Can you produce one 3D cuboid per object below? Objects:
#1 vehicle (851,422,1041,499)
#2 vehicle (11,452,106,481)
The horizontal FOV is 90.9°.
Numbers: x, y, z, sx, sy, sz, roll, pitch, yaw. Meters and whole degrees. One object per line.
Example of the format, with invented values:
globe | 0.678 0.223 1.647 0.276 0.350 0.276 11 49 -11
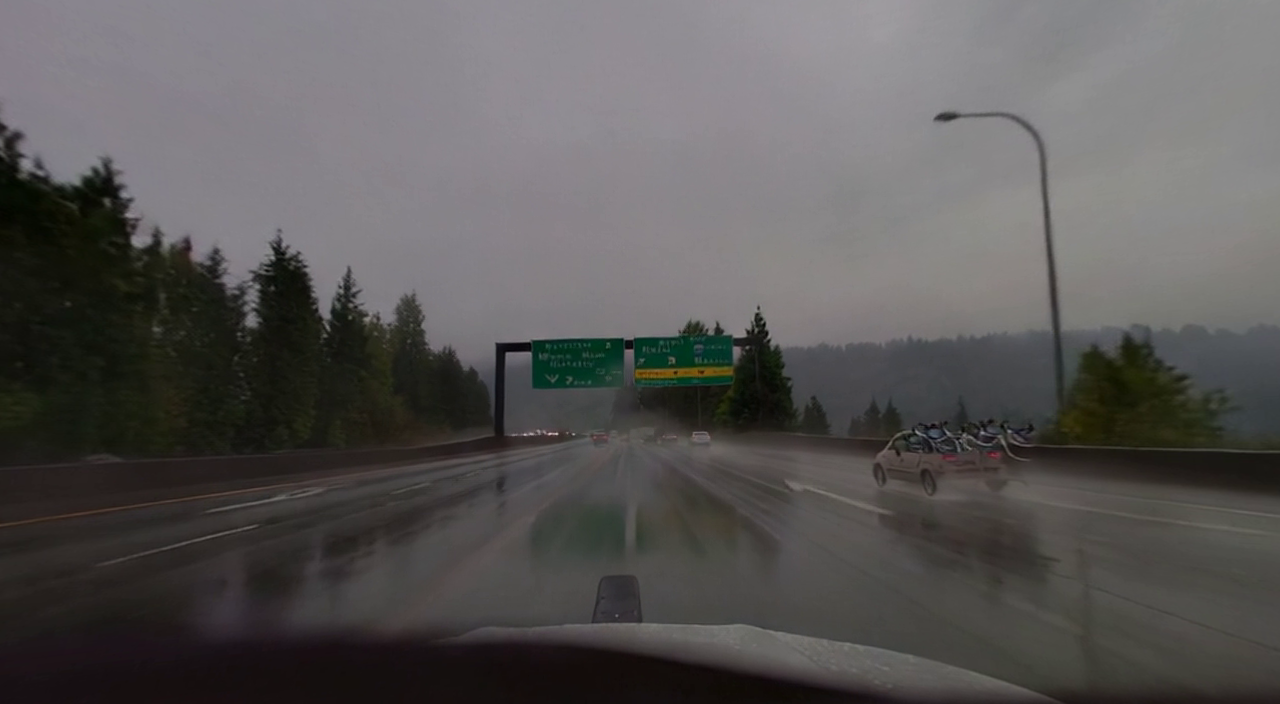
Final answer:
vehicle | 6.908 2.468 14.981 2.034 1.511 4.785 0 -7 -1
vehicle | -36.094 7.096 39.292 1.897 1.560 4.672 1 -8 -7
